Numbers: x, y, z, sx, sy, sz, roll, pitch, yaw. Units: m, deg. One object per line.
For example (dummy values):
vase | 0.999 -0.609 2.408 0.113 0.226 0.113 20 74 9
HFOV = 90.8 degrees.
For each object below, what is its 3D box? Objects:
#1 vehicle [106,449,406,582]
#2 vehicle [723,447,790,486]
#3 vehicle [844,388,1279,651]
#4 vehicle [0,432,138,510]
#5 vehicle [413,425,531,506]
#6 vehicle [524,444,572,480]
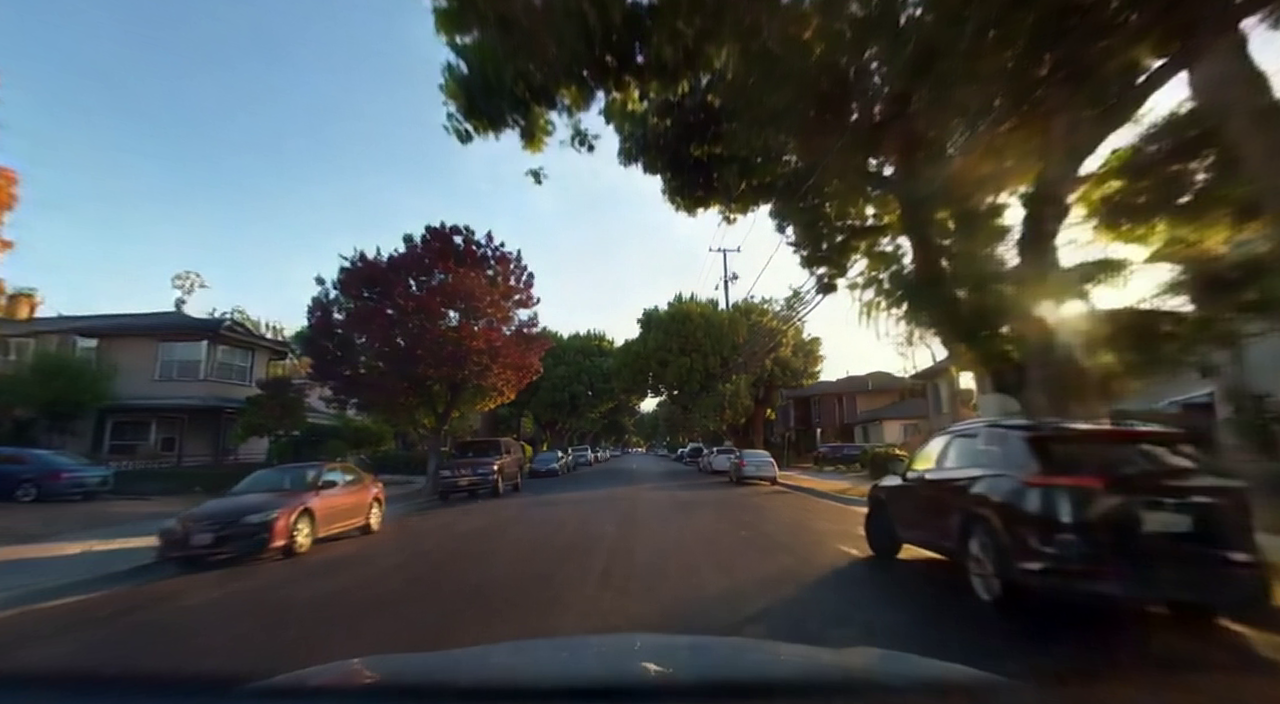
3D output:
vehicle | -5.331 2.260 9.651 1.824 1.417 4.395 -2 -8 0
vehicle | 4.583 4.560 25.541 1.893 1.437 4.369 0 -9 0
vehicle | 3.849 1.455 6.514 2.049 1.776 4.285 0 -9 0
vehicle | -16.320 2.857 15.606 5.908 1.762 2.107 1 -9 -1
vehicle | -5.150 3.551 20.328 2.242 2.135 5.566 -2 -8 0
vehicle | -5.004 5.983 34.758 1.873 1.709 4.206 -4 -8 0
